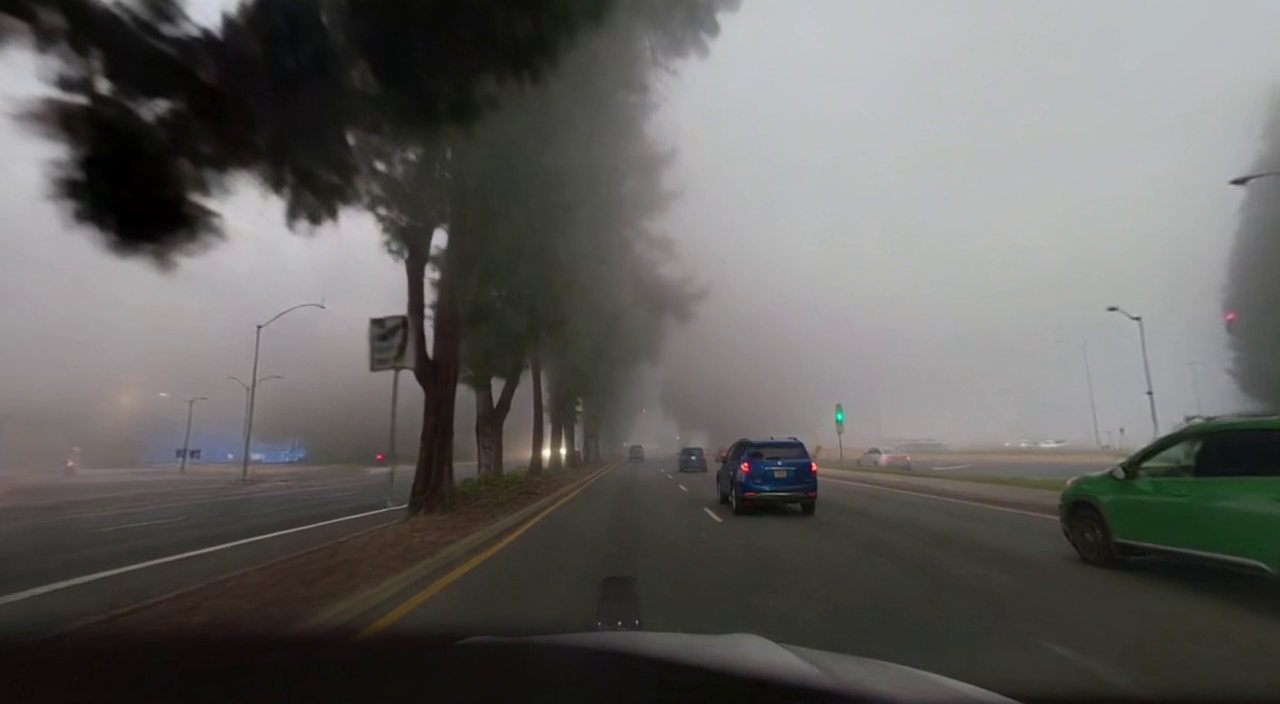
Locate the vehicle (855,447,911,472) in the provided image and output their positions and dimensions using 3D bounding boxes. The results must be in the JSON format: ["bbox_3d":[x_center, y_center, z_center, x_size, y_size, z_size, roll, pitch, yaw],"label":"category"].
[{"bbox_3d":[15.137,6.704,39.478,1.815,1.493,4.135,0,-8,-1],"label":"vehicle"}]

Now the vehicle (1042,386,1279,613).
[{"bbox_3d":[6.238,1.272,5.638,2.153,1.811,4.595,0,-8,-1],"label":"vehicle"}]

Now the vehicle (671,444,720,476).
[{"bbox_3d":[2.723,5.406,31.652,1.980,1.484,4.093,0,-8,-2],"label":"vehicle"}]

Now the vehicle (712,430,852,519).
[{"bbox_3d":[2.973,2.661,14.211,2.075,1.698,4.142,0,-8,-2],"label":"vehicle"}]
